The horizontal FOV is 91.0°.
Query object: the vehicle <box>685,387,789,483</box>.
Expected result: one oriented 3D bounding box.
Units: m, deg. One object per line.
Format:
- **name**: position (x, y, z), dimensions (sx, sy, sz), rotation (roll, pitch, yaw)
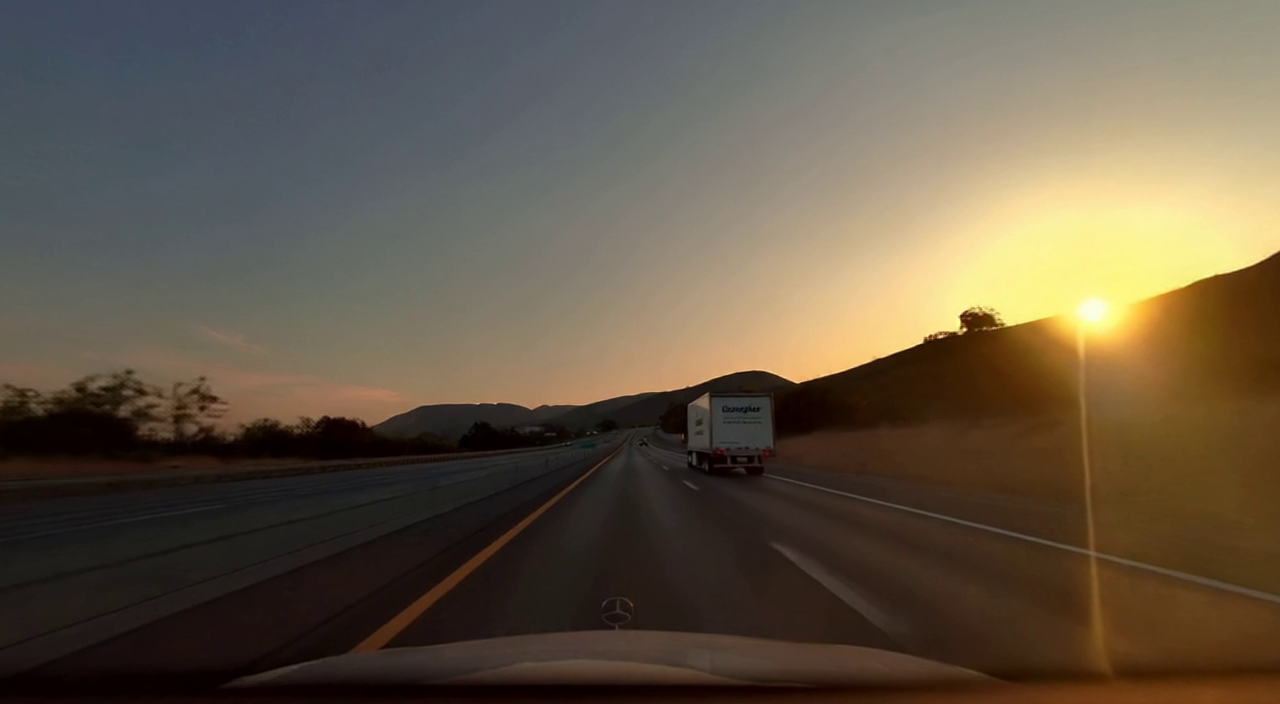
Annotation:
- **vehicle**: position (3.523, 3.294, 24.812), dimensions (2.702, 3.193, 7.196), rotation (0, -8, -2)
